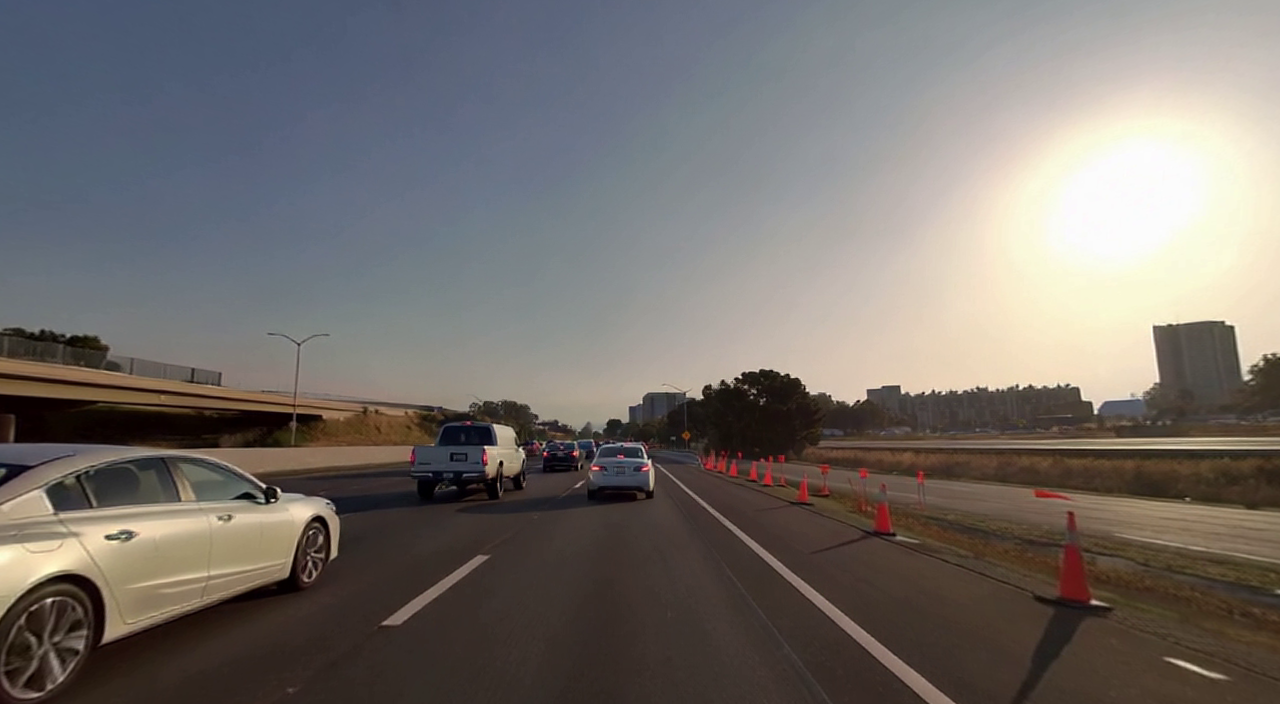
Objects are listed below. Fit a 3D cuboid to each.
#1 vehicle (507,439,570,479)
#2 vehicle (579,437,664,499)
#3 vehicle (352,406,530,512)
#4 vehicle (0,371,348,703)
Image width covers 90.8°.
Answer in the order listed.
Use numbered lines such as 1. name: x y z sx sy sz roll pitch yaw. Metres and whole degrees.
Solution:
1. vehicle: -3.967 4.258 25.312 1.824 1.459 4.007 0 -9 0
2. vehicle: -0.479 3.114 17.360 2.069 1.484 3.918 0 -9 -1
3. vehicle: -4.294 2.475 14.973 2.324 2.012 5.740 0 -9 0
4. vehicle: -3.811 1.029 3.674 2.041 1.604 4.384 0 -9 1
